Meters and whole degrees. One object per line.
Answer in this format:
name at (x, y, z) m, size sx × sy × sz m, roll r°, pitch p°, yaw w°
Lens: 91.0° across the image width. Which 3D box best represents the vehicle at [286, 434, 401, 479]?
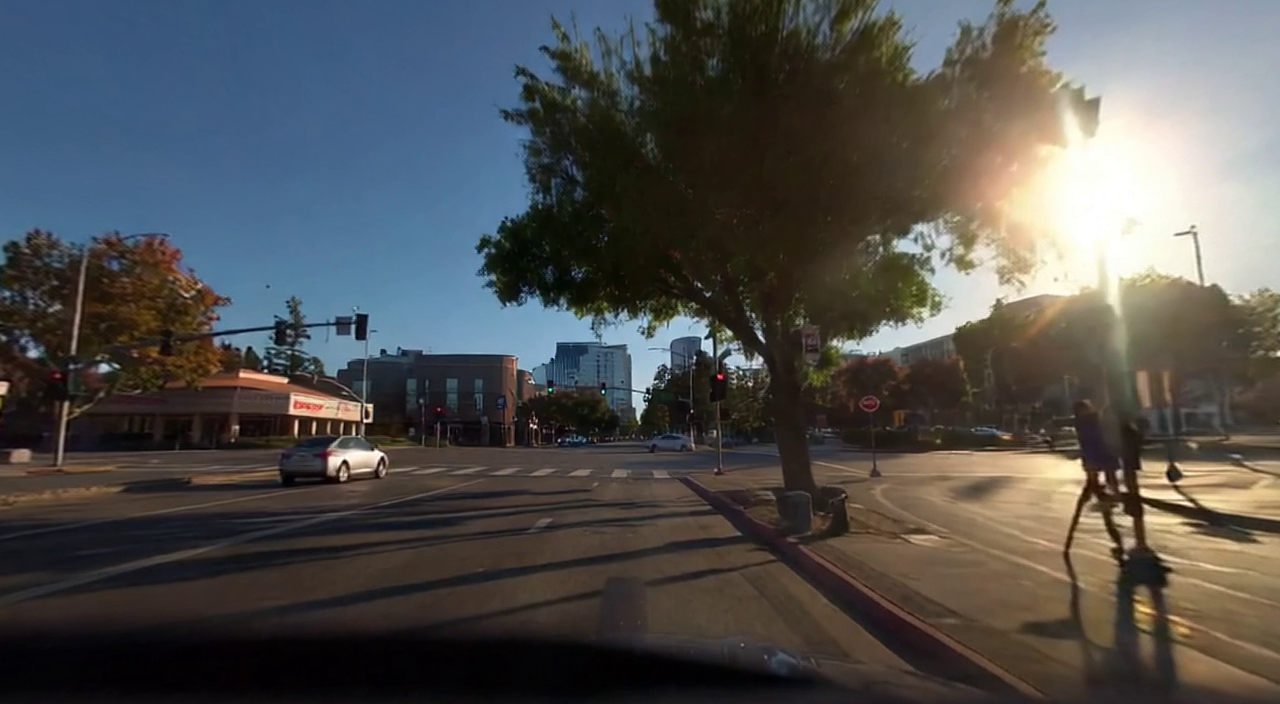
vehicle at (-10.734, 3.825, 23.230) m, size 1.924 × 1.502 × 4.727 m, roll 0°, pitch -9°, yaw 0°
